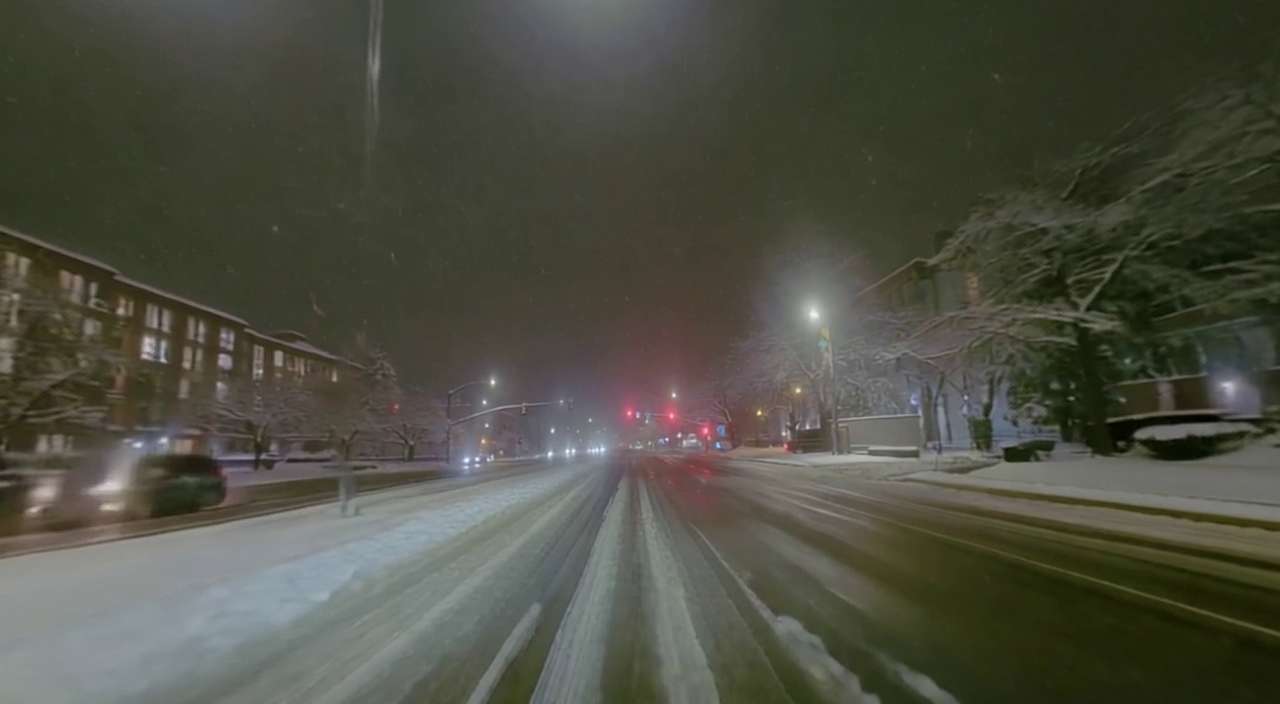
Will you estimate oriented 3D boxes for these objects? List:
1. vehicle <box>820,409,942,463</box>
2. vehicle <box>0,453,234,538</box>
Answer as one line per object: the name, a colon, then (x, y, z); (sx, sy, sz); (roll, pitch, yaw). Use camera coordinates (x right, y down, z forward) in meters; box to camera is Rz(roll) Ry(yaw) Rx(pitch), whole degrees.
vehicle: (16.619, 5.824, 43.893); (7.225, 3.553, 2.709); (0, -9, -4)
vehicle: (-11.810, 3.125, 14.441); (1.918, 1.546, 4.683); (0, -9, 0)
